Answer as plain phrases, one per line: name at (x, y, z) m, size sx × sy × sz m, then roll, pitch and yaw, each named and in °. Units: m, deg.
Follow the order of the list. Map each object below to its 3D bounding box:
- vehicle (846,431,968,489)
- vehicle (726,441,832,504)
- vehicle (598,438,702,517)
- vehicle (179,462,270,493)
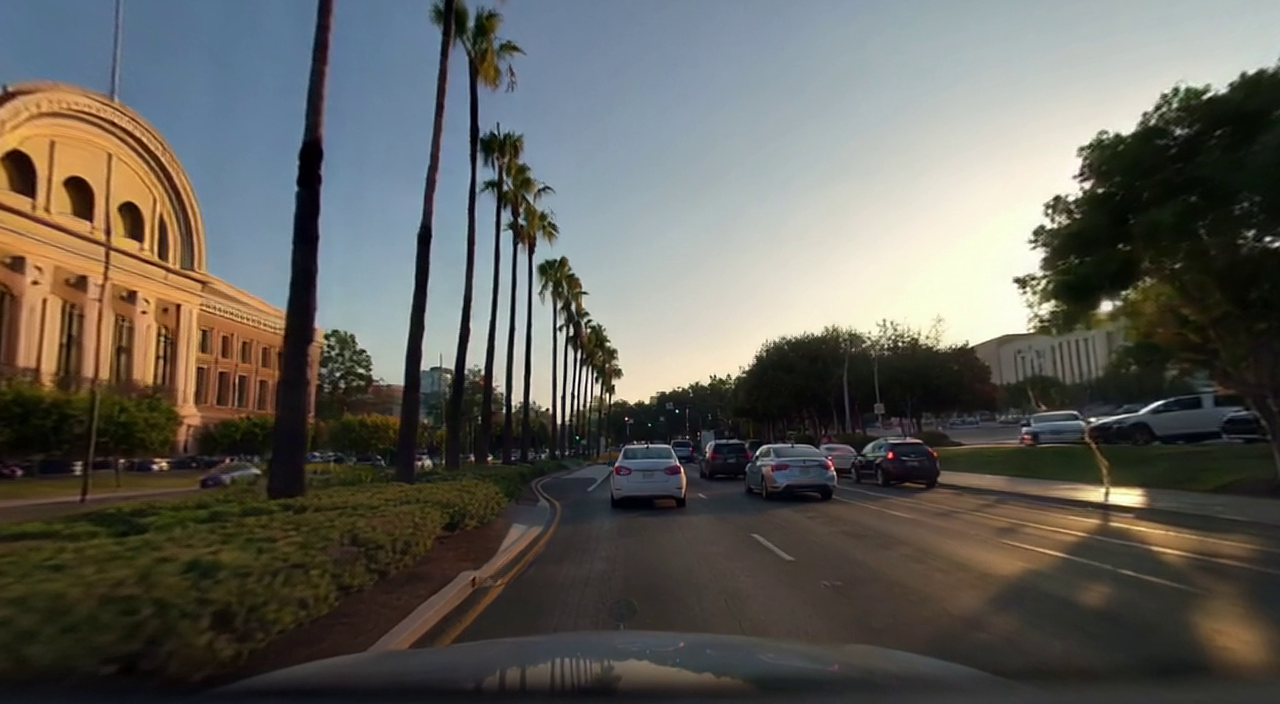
vehicle at (8.735, 3.584, 21.259) m, size 1.994 × 1.715 × 4.777 m, roll 0°, pitch -8°, yaw 0°
vehicle at (3.592, 3.178, 17.180) m, size 1.833 × 1.465 × 4.258 m, roll 0°, pitch -8°, yaw -1°
vehicle at (0.166, 2.755, 14.359) m, size 2.050 × 1.521 × 3.747 m, roll 0°, pitch -8°, yaw -1°
vehicle at (-23.792, 7.194, 36.426) m, size 1.957 × 1.493 × 4.900 m, roll 0°, pitch -8°, yaw 0°
